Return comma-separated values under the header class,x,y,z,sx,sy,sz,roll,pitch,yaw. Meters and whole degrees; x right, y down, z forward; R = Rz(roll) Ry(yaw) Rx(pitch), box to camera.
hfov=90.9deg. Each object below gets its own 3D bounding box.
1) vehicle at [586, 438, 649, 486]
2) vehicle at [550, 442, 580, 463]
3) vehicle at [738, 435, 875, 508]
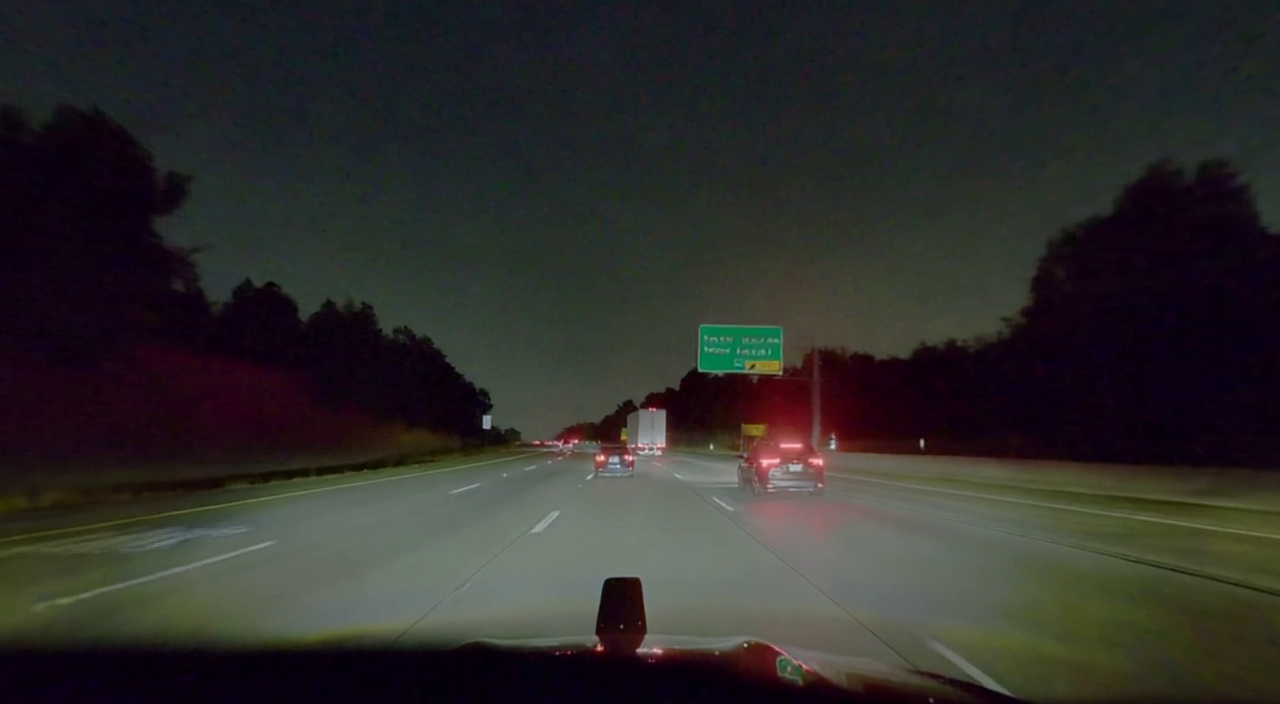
class,x,y,z,sx,sy,sz,roll,pitch,yaw
vehicle,-0.797,3.850,22.346,2.020,1.516,3.951,0,-9,-2
vehicle,-5.682,7.690,48.296,2.072,1.512,4.043,0,-9,-4
vehicle,3.754,2.774,15.115,1.971,1.472,4.301,0,-9,-2
